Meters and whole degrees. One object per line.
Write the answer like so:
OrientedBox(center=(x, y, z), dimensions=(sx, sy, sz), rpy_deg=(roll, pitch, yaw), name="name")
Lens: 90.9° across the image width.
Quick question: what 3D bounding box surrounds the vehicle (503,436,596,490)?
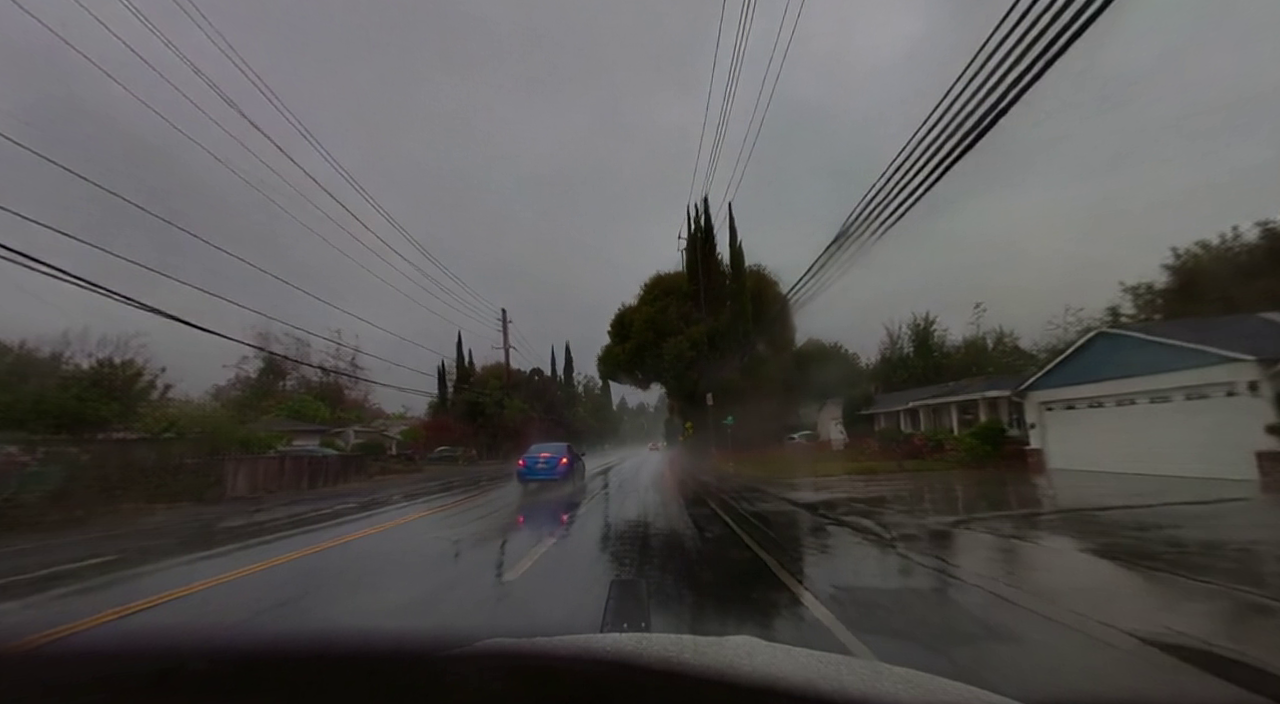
OrientedBox(center=(-2.738, 3.512, 20.350), dimensions=(2.085, 1.512, 5.023), rpy_deg=(-1, -8, 2), name="vehicle")
